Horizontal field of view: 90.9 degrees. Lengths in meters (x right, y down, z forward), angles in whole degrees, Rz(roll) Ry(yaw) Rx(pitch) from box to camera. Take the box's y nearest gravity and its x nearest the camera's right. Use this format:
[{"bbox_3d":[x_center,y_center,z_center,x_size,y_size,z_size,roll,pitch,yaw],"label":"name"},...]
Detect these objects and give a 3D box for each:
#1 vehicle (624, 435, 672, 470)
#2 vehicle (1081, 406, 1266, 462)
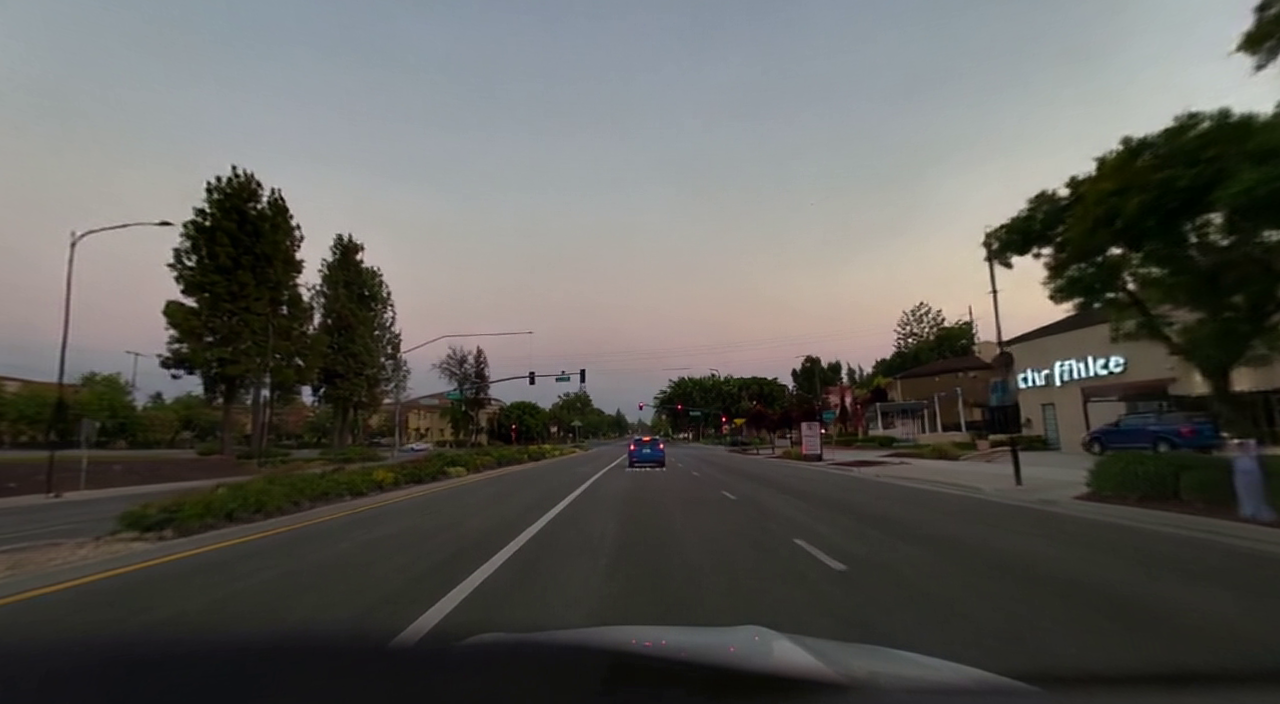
[{"bbox_3d":[0.285,4.597,29.110,2.028,1.478,4.545,0,-8,-1],"label":"vehicle"},{"bbox_3d":[23.355,3.711,28.176,2.647,2.185,6.556,-1,-8,2],"label":"vehicle"}]
